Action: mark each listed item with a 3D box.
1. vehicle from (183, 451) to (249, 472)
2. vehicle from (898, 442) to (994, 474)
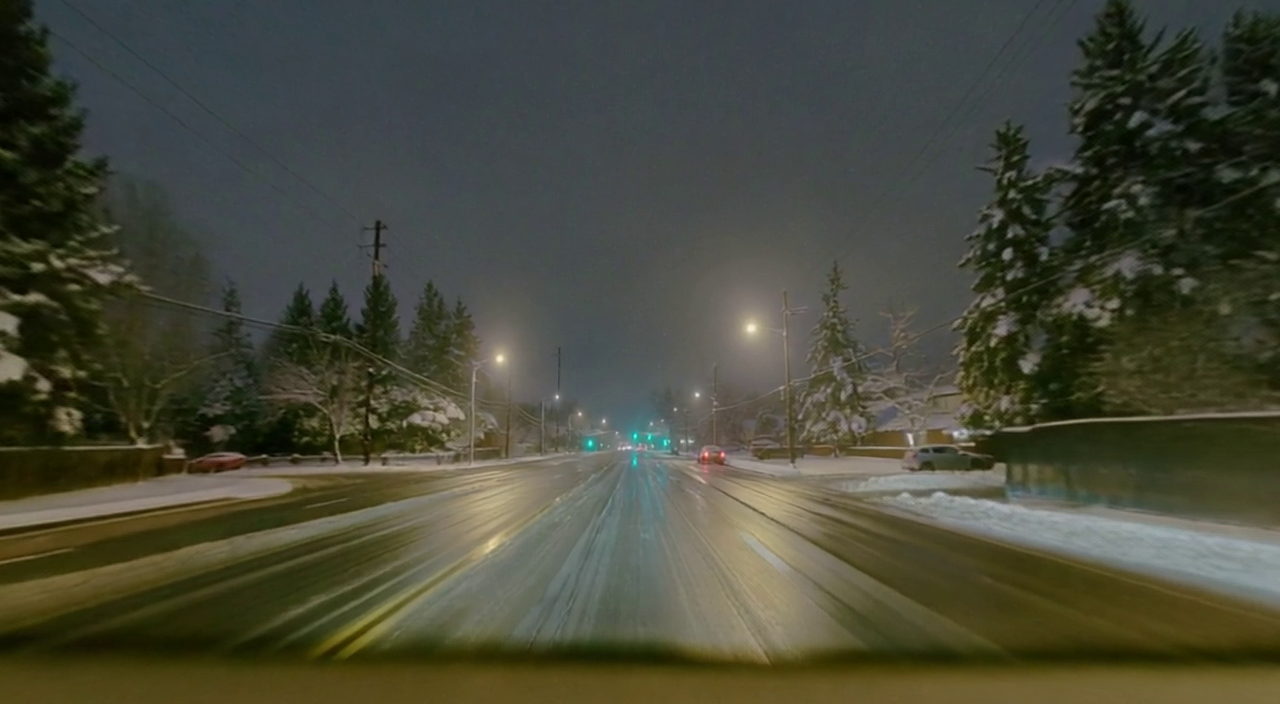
[{"bbox_3d":[-32.198,8.279,48.149,1.866,1.469,4.473,0,-9,0],"label":"vehicle"},{"bbox_3d":[15.090,5.257,31.293,3.709,1.509,1.873,0,-9,-1],"label":"vehicle"}]
